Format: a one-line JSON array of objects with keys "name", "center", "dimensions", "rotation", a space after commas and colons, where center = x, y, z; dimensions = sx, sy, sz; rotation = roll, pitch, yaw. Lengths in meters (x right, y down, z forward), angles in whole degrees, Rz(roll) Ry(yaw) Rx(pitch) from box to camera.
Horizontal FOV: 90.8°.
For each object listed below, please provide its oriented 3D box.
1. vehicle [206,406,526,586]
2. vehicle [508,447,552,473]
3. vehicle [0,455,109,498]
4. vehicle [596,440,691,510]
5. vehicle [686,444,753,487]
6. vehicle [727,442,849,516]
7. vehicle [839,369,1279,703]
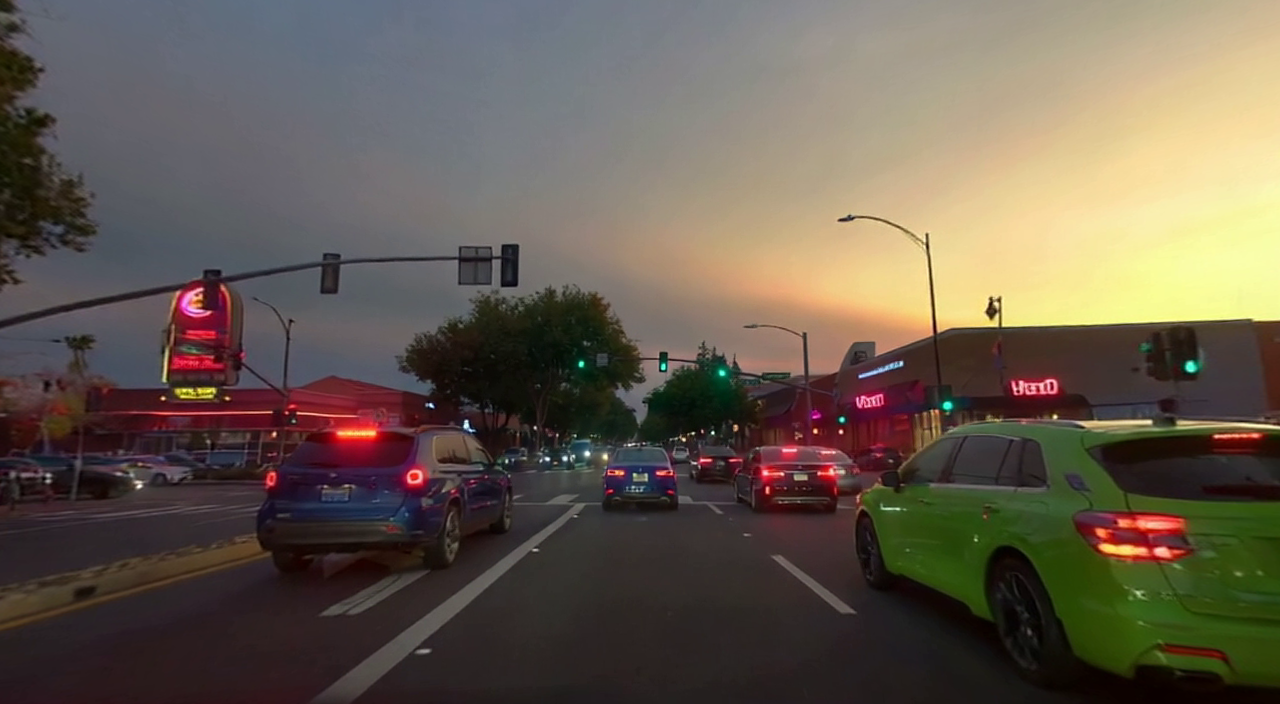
[{"name": "vehicle", "center": [-3.254, 1.846, 8.935], "dimensions": [2.257, 1.823, 4.777], "rotation": [-1, -9, 2]}, {"name": "vehicle", "center": [-7.843, 7.714, 45.455], "dimensions": [2.293, 1.777, 4.497], "rotation": [0, -9, 0]}, {"name": "vehicle", "center": [-27.633, 5.693, 29.080], "dimensions": [4.314, 1.768, 2.261], "rotation": [4, -10, -26]}, {"name": "vehicle", "center": [0.053, 3.105, 16.373], "dimensions": [2.154, 1.577, 3.723], "rotation": [0, -9, -1]}, {"name": "vehicle", "center": [3.129, 4.576, 25.776], "dimensions": [2.099, 1.553, 4.279], "rotation": [0, -9, -1]}, {"name": "vehicle", "center": [3.353, 2.952, 15.191], "dimensions": [1.865, 1.496, 4.170], "rotation": [0, -9, -1]}, {"name": "vehicle", "center": [3.241, 1.219, 4.719], "dimensions": [2.075, 1.661, 4.401], "rotation": [0, -9, 1]}]
